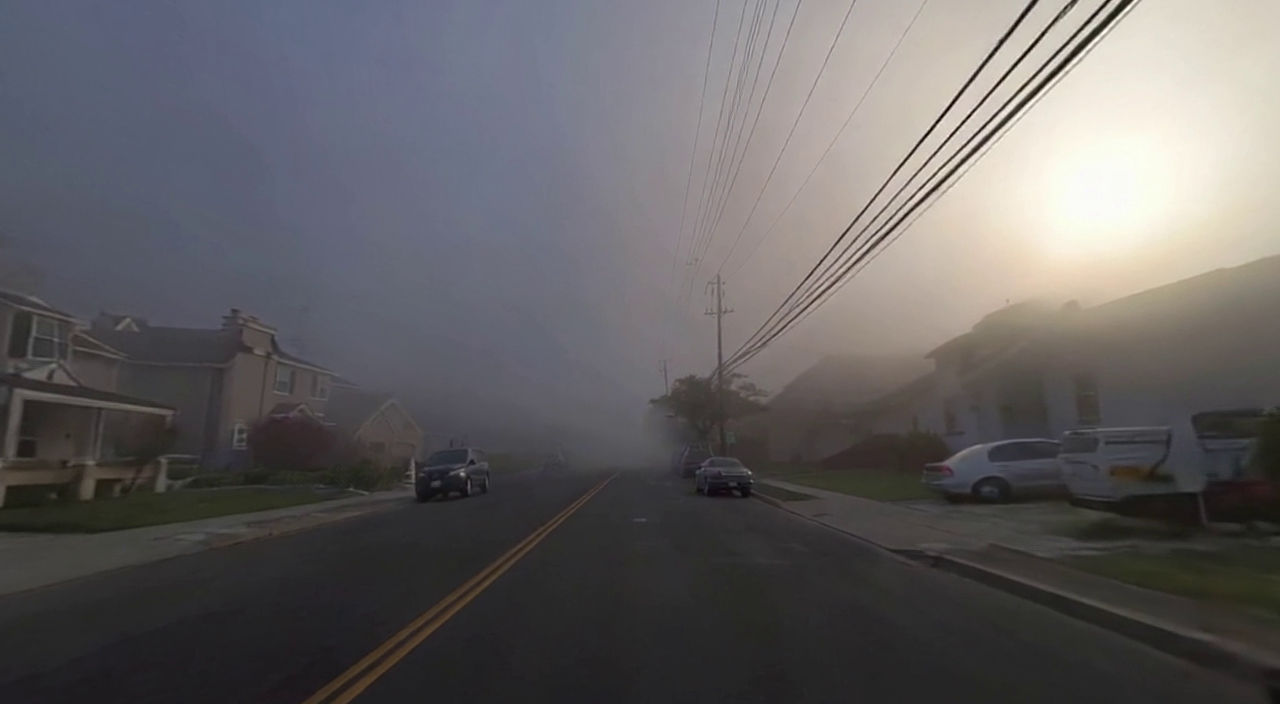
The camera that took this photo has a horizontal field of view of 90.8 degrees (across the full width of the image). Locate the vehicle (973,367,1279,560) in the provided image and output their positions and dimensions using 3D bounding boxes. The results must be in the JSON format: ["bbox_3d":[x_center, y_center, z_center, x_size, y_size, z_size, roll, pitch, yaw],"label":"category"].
[{"bbox_3d":[8.480,1.545,9.011,5.900,2.328,2.603,-1,-9,3],"label":"vehicle"}]

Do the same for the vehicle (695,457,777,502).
[{"bbox_3d":[2.989,4.062,20.460,1.827,1.286,3.684,1,-9,-5],"label":"vehicle"}]

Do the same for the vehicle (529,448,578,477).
[{"bbox_3d":[-6.257,8.207,46.616,2.398,1.910,5.999,-3,-11,4],"label":"vehicle"}]

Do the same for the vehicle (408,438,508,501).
[{"bbox_3d":[-6.367,4.290,22.746,2.156,1.932,4.518,-2,-12,1],"label":"vehicle"}]

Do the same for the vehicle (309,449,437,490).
[{"bbox_3d":[-11.495,5.080,27.440,4.529,1.677,2.204,0,-9,1],"label":"vehicle"}]
